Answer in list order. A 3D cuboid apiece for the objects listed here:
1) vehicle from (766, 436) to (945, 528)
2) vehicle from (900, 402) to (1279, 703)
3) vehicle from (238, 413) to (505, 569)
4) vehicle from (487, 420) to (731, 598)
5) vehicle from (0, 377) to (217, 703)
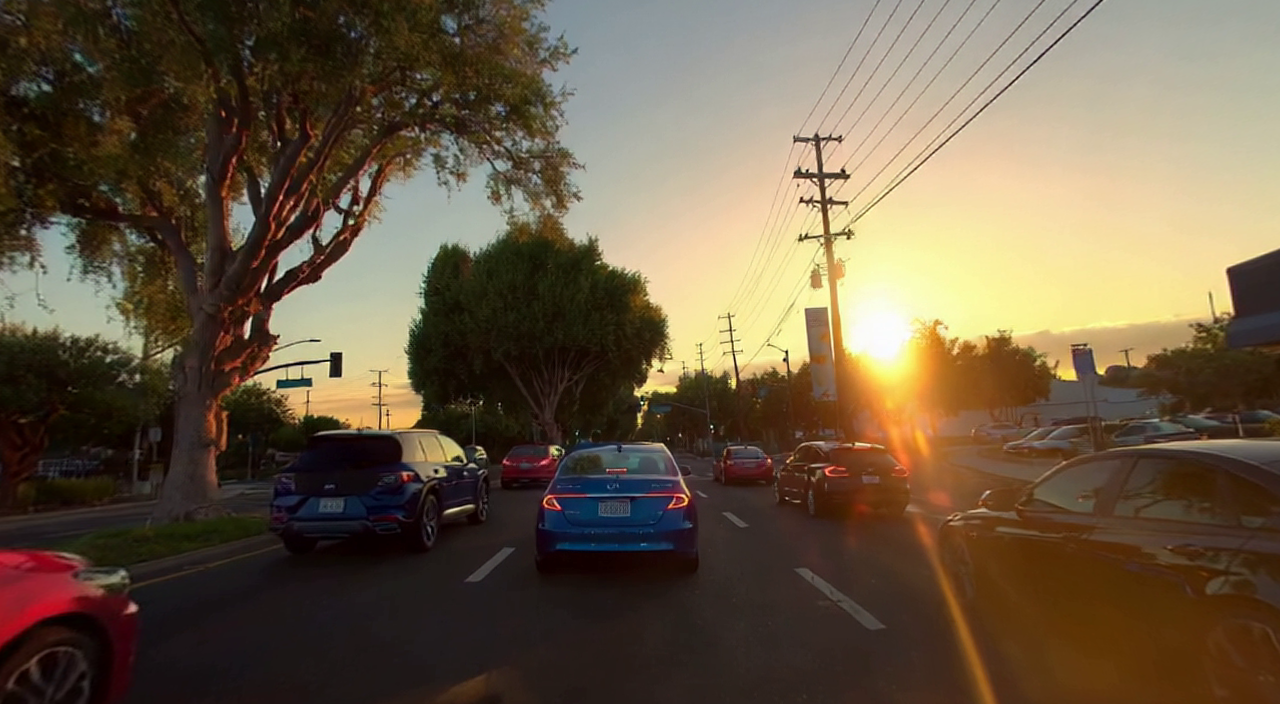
[{"bbox_3d":[3.934,2.430,12.450,1.909,1.473,4.361,0,-9,-1],"label":"vehicle"},{"bbox_3d":[3.665,1.190,4.178,1.929,1.479,4.723,0,-9,1],"label":"vehicle"},{"bbox_3d":[-3.416,1.850,9.140,1.979,1.697,4.254,0,-9,0],"label":"vehicle"},{"bbox_3d":[-0.311,1.641,7.419,2.097,1.511,3.809,0,-9,-2],"label":"vehicle"},{"bbox_3d":[-2.850,0.618,0.441,1.984,1.496,4.530,0,-9,0],"label":"vehicle"}]
